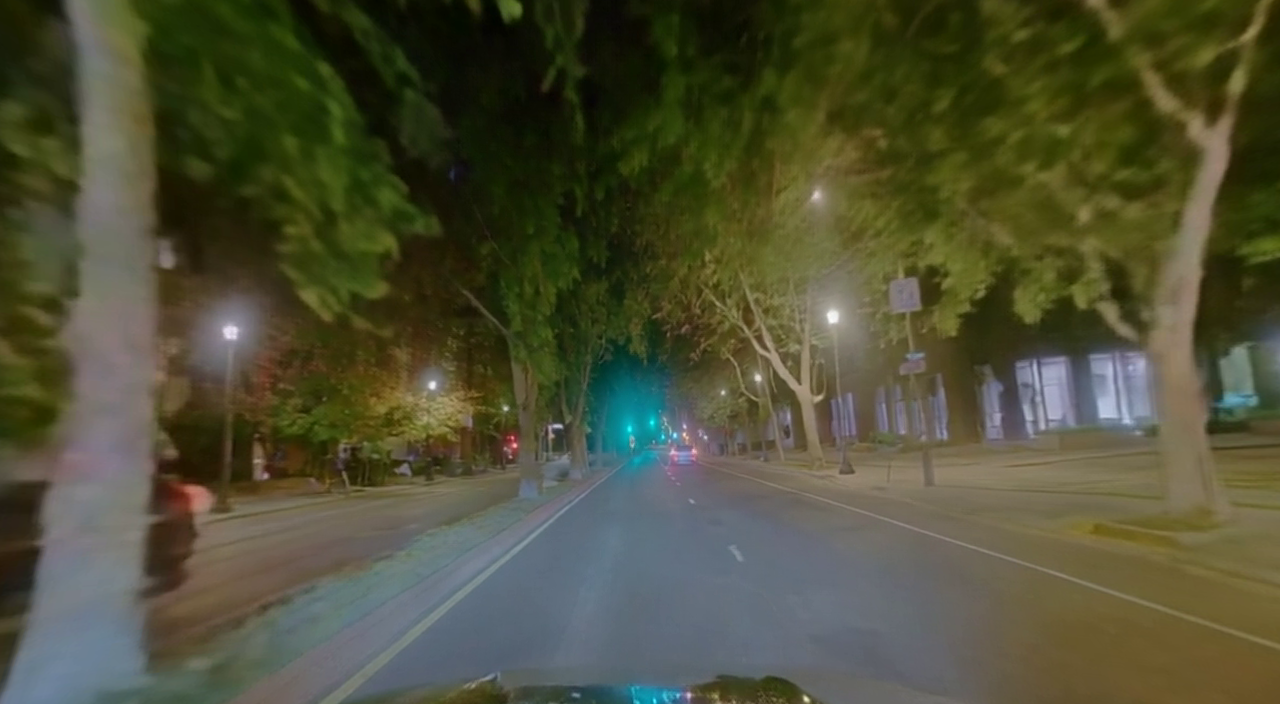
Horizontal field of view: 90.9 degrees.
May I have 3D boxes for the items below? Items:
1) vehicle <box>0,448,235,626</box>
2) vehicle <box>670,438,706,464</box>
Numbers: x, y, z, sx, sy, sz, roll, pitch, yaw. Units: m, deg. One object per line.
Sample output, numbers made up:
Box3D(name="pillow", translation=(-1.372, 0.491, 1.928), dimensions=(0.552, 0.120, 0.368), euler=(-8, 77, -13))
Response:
Box3D(name="vehicle", translation=(-7.305, 2.007, 7.370), dimensions=(2.031, 1.723, 4.566), euler=(0, -9, 1))
Box3D(name="vehicle", translation=(3.236, 6.742, 43.031), dimensions=(2.129, 1.719, 4.205), euler=(0, -8, 0))
